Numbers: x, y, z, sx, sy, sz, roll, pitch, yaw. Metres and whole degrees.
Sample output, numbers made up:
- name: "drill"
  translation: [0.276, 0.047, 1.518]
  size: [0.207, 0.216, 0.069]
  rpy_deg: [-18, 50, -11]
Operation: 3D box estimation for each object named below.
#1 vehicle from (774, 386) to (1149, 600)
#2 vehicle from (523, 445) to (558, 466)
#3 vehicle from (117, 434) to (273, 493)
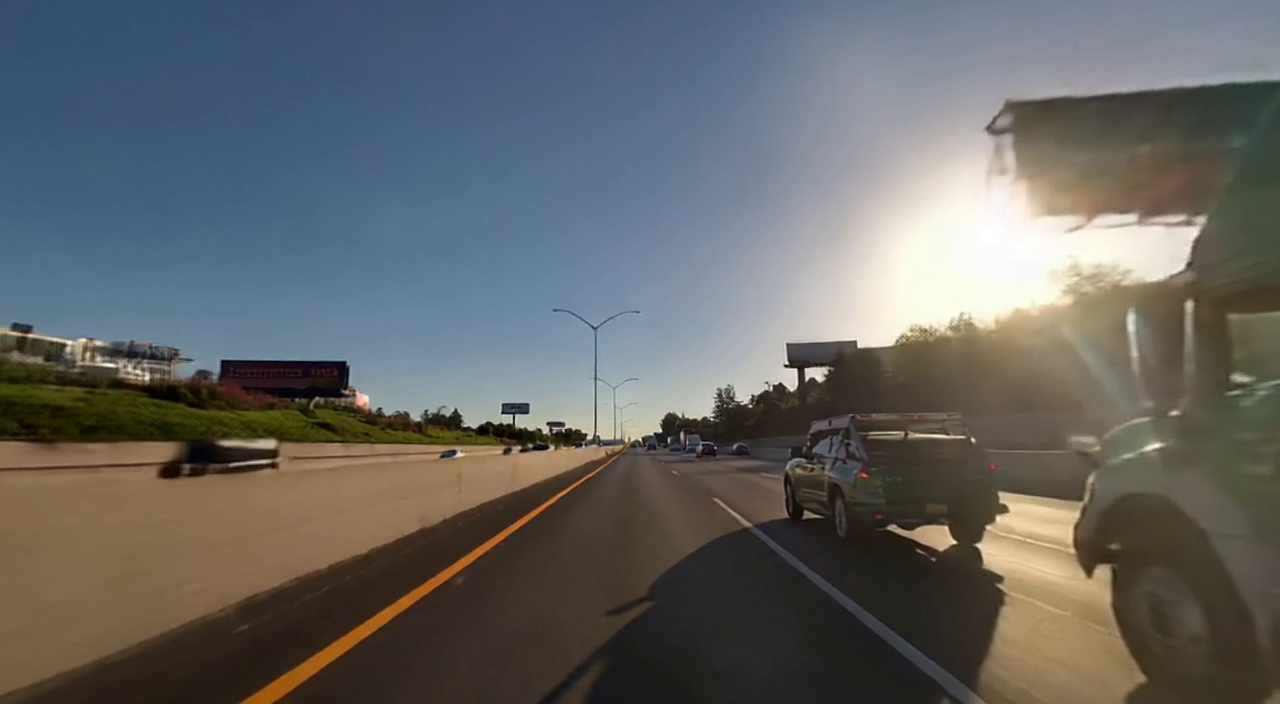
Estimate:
- name: "vehicle"
  translation: [3.073, 1.468, 7.397]
  size: [1.973, 1.710, 4.476]
  rpy_deg: [0, -9, -1]
- name: "vehicle"
  translation: [-7.770, 8.094, 49.610]
  size: [2.035, 1.508, 3.950]
  rpy_deg: [0, -8, 0]
- name: "vehicle"
  translation: [-17.633, 4.428, 25.540]
  size: [2.289, 2.077, 5.418]
  rpy_deg: [0, -8, 1]
